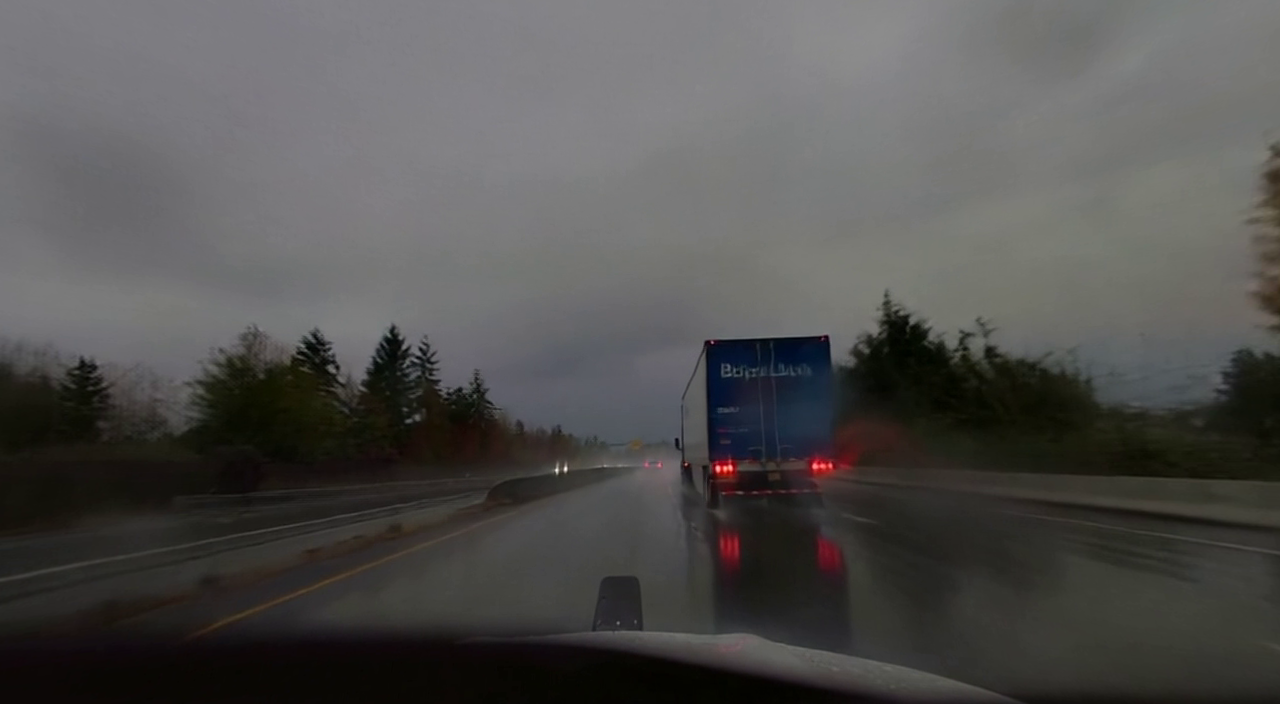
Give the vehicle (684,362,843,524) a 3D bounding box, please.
[{"bbox_3d":[3.709,3.630,24.598,3.537,4.071,17.399,-1,-9,3],"label":"vehicle"}]
